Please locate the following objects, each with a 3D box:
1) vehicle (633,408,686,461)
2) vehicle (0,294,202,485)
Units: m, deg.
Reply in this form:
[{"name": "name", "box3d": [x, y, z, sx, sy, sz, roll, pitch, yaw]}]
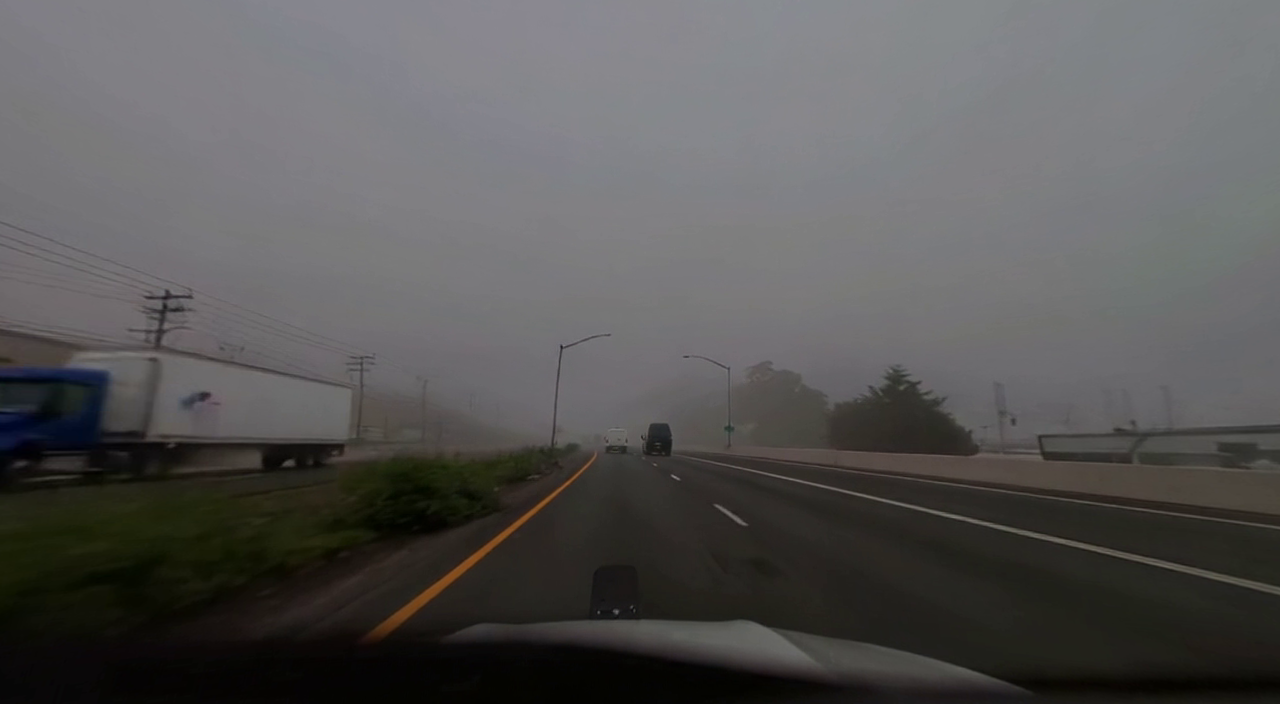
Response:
[{"name": "vehicle", "box3d": [1.151, 5.478, 41.683, 2.713, 3.140, 6.640, 0, -8, -5]}, {"name": "vehicle", "box3d": [-14.954, 1.186, 16.151, 2.980, 4.019, 6.068, 0, -8, -1]}]
